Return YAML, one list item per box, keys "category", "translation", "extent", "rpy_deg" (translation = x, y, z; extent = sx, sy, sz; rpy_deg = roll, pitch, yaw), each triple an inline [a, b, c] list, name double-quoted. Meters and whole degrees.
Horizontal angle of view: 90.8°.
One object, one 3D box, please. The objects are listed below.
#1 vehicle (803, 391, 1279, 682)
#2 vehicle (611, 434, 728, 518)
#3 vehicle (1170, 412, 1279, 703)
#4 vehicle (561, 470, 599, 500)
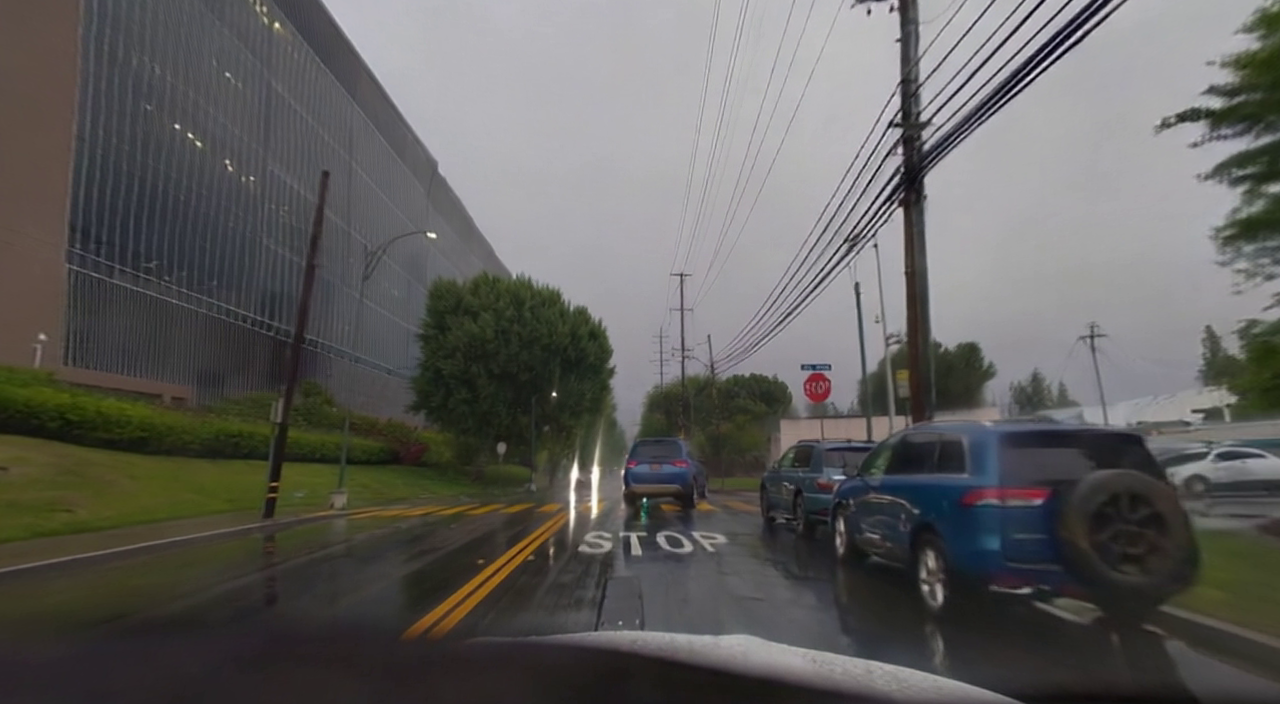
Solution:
- category: "vehicle"
  translation: [3.266, 1.429, 6.099]
  extent: [2.039, 1.731, 4.428]
  rpy_deg: [0, -8, -2]
- category: "vehicle"
  translation: [0.949, 3.059, 16.266]
  extent: [2.214, 1.789, 4.872]
  rpy_deg: [-2, -9, 12]
- category: "vehicle"
  translation: [3.400, 0.739, 0.813]
  extent: [1.828, 1.476, 3.984]
  rpy_deg: [0, -8, -3]
- category: "vehicle"
  translation: [-3.604, 8.086, 38.566]
  extent: [1.911, 1.563, 4.057]
  rpy_deg: [0, -8, 0]
